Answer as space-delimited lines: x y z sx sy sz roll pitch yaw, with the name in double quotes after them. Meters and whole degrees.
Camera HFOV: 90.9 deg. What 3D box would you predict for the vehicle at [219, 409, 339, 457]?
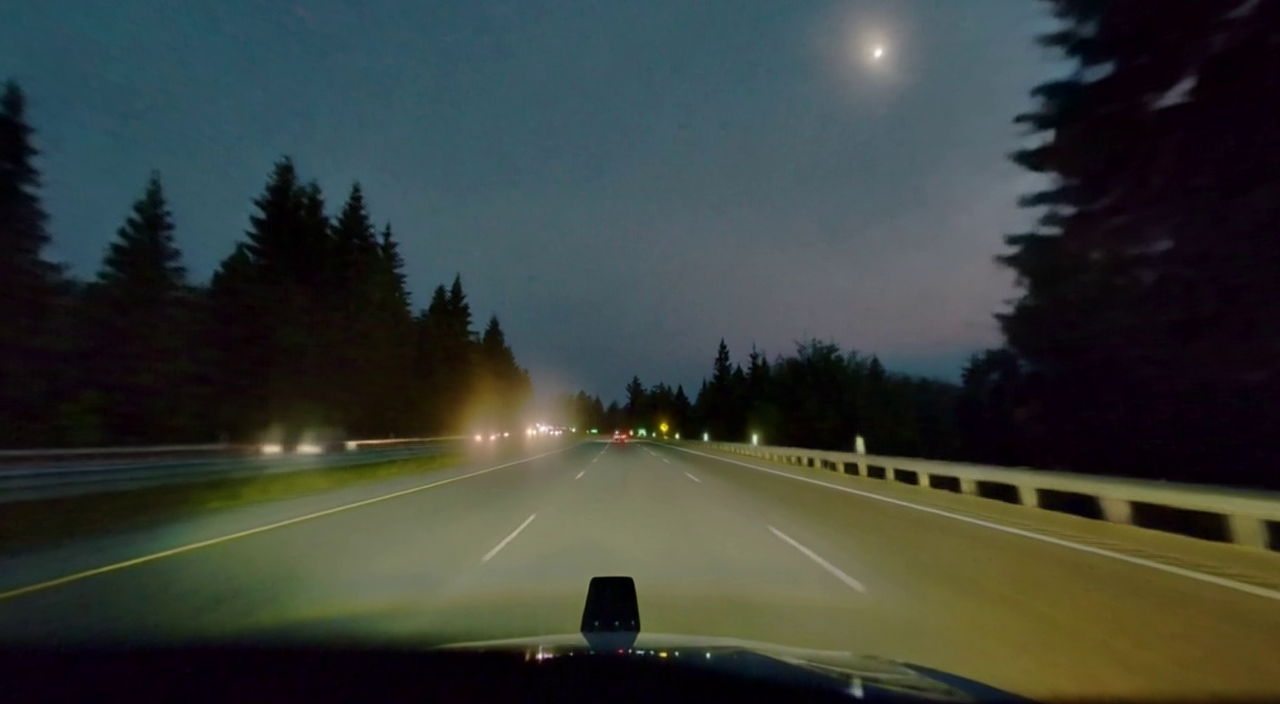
-13.425 3.090 23.839 1.920 1.636 4.632 0 -8 -2 "vehicle"
